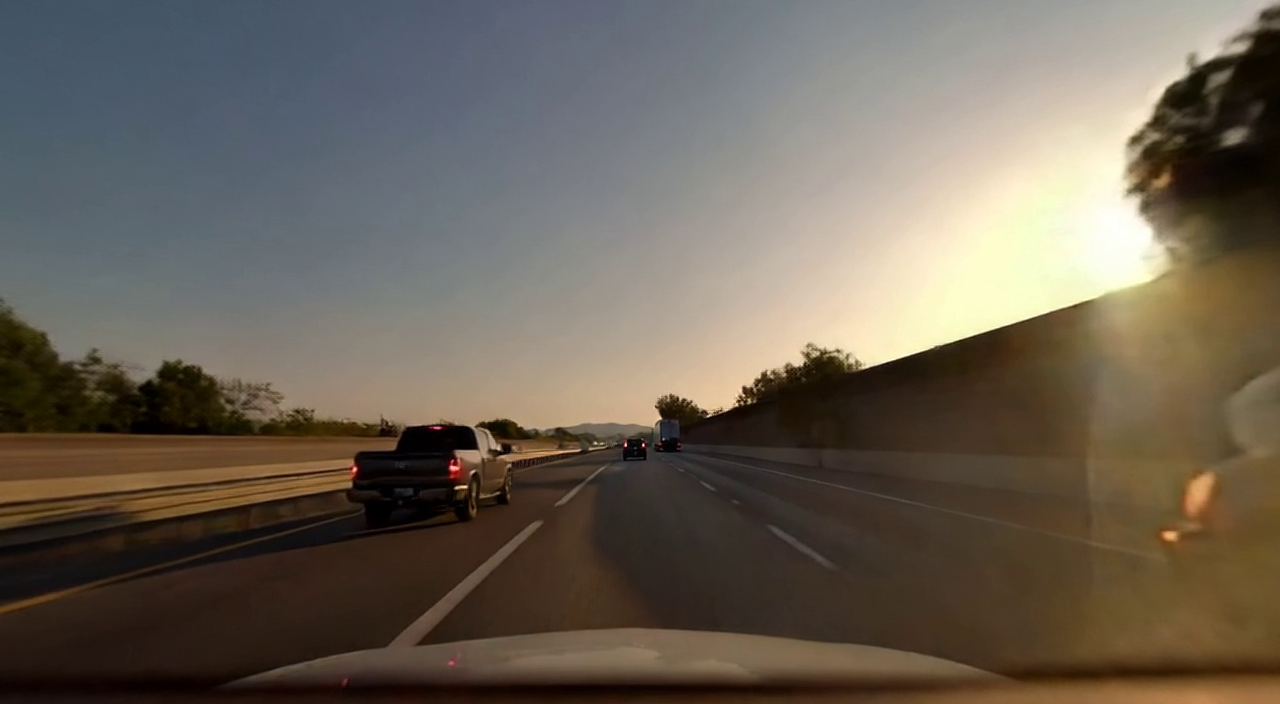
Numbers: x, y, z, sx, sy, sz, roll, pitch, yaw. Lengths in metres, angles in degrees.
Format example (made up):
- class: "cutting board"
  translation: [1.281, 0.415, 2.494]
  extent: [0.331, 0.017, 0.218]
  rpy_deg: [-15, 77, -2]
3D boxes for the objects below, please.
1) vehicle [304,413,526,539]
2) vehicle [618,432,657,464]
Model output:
- class: "vehicle"
  translation: [-3.599, 2.077, 11.218]
  extent: [2.326, 1.761, 4.450]
  rpy_deg: [-1, -8, 0]
- class: "vehicle"
  translation: [-0.252, 6.410, 42.261]
  extent: [2.456, 2.007, 4.728]
  rpy_deg: [0, -8, -2]
